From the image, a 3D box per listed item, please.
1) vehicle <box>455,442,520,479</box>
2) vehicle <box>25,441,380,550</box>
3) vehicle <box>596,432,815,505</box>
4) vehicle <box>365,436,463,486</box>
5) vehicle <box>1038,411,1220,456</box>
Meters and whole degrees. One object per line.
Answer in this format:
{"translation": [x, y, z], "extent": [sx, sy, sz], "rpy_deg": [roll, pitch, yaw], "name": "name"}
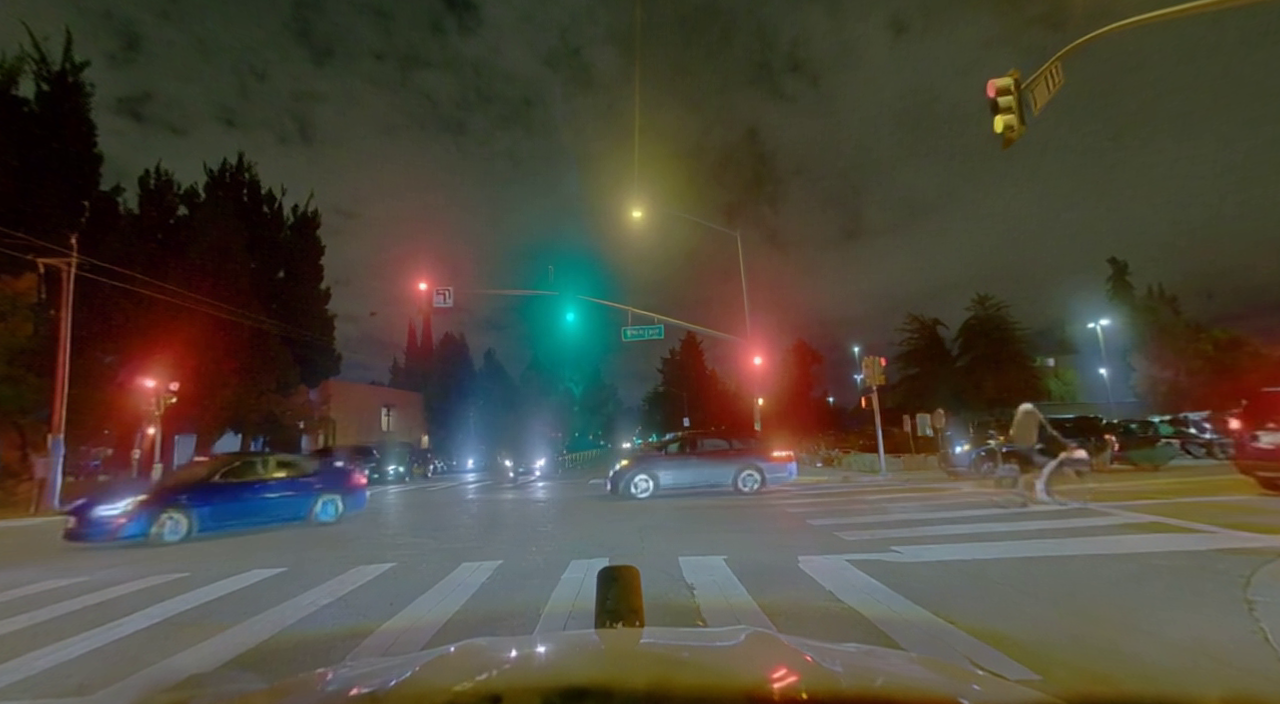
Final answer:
{"translation": [-6.977, 4.990, 29.319], "extent": [2.024, 1.470, 4.153], "rpy_deg": [-3, -9, -1], "name": "vehicle"}
{"translation": [-7.017, 2.236, 10.570], "extent": [4.533, 1.419, 1.755], "rpy_deg": [8, -12, -42], "name": "vehicle"}
{"translation": [1.329, 2.509, 13.700], "extent": [4.385, 1.419, 1.855], "rpy_deg": [-1, -9, 2], "name": "vehicle"}
{"translation": [-10.167, 4.952, 29.055], "extent": [2.475, 1.940, 5.702], "rpy_deg": [-3, -9, 0], "name": "vehicle"}
{"translation": [16.899, 2.904, 22.135], "extent": [4.560, 1.453, 1.851], "rpy_deg": [-3, -9, 18], "name": "vehicle"}
